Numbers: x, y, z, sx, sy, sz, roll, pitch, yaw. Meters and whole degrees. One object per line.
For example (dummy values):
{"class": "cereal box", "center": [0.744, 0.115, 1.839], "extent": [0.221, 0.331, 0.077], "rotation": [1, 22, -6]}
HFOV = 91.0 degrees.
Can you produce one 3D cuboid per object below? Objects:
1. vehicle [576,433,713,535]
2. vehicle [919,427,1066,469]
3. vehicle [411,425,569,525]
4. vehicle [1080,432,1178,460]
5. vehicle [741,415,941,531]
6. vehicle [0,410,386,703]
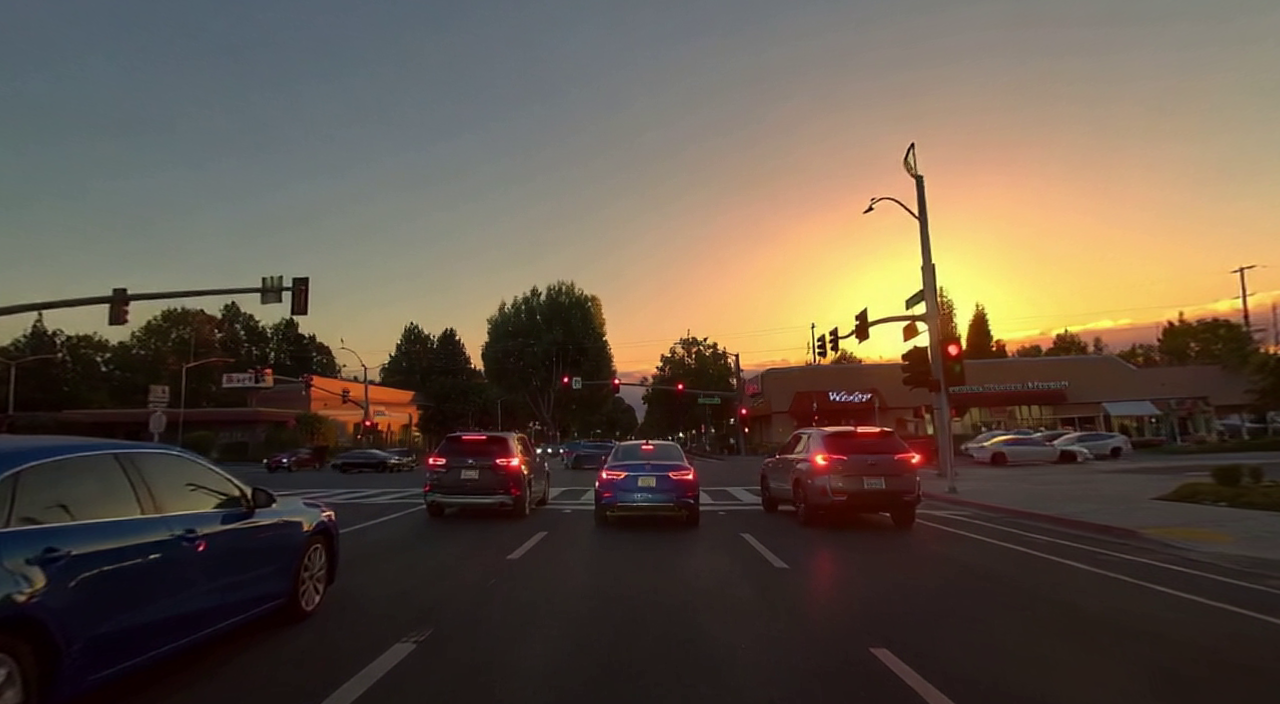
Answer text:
{"class": "vehicle", "center": [0.108, 2.274, 11.394], "extent": [2.032, 1.499, 3.994], "rotation": [0, -9, 1]}
{"class": "vehicle", "center": [17.471, 4.808, 31.561], "extent": [5.829, 1.977, 2.379], "rotation": [-2, -9, 10]}
{"class": "vehicle", "center": [-2.826, 2.436, 12.939], "extent": [2.072, 1.694, 4.070], "rotation": [-1, -9, 2]}
{"class": "vehicle", "center": [30.553, 5.899, 39.441], "extent": [4.432, 1.680, 1.932], "rotation": [0, -9, 2]}
{"class": "vehicle", "center": [3.305, 2.113, 11.485], "extent": [2.076, 1.691, 4.402], "rotation": [0, -9, -1]}
{"class": "vehicle", "center": [-3.329, 1.135, 3.425], "extent": [2.014, 1.472, 4.357], "rotation": [0, -9, 1]}
